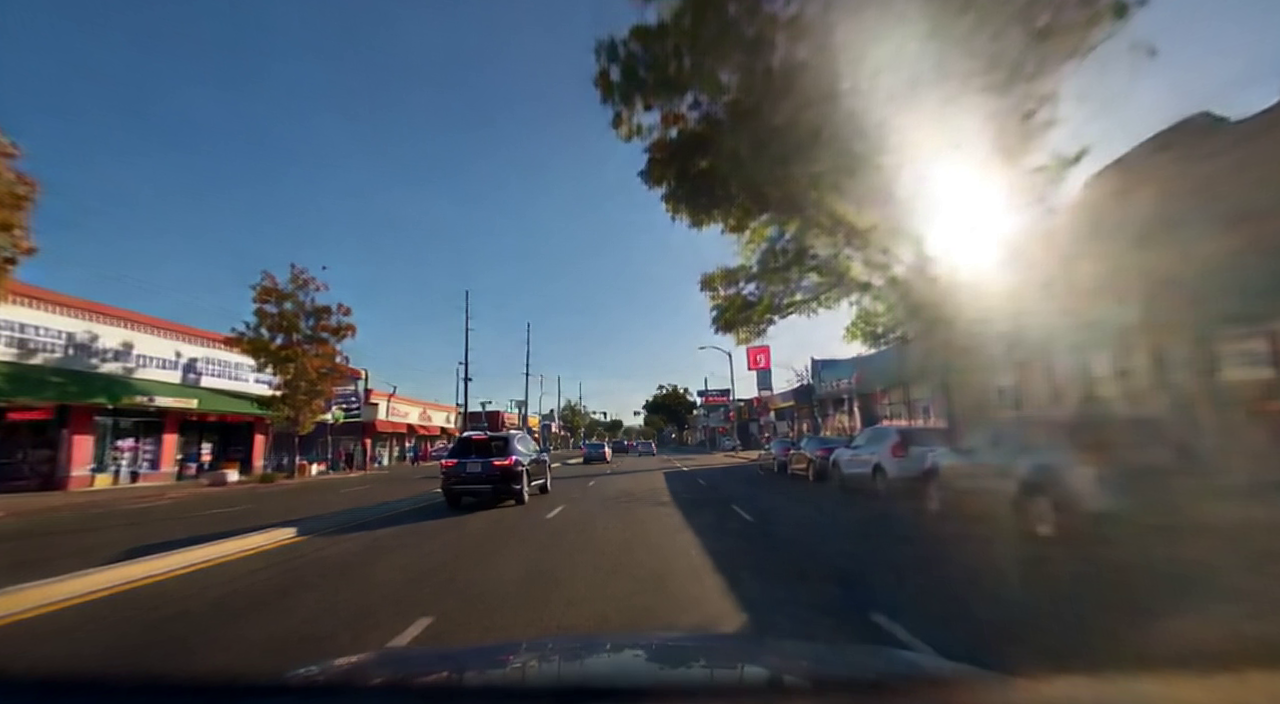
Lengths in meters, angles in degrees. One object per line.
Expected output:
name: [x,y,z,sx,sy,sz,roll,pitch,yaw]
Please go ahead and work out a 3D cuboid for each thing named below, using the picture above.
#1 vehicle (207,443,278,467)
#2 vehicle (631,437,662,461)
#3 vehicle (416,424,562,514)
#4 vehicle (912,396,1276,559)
vehicle: [-31.069,8.061,49.286,4.589,1.779,2.154,-3,-9,20]
vehicle: [0.401,6.509,42.378,2.037,1.484,4.073,0,-9,0]
vehicle: [-3.081,2.502,13.968,2.049,1.646,4.445,0,-9,1]
vehicle: [6.356,1.823,9.818,2.128,1.900,4.724,0,-9,1]
